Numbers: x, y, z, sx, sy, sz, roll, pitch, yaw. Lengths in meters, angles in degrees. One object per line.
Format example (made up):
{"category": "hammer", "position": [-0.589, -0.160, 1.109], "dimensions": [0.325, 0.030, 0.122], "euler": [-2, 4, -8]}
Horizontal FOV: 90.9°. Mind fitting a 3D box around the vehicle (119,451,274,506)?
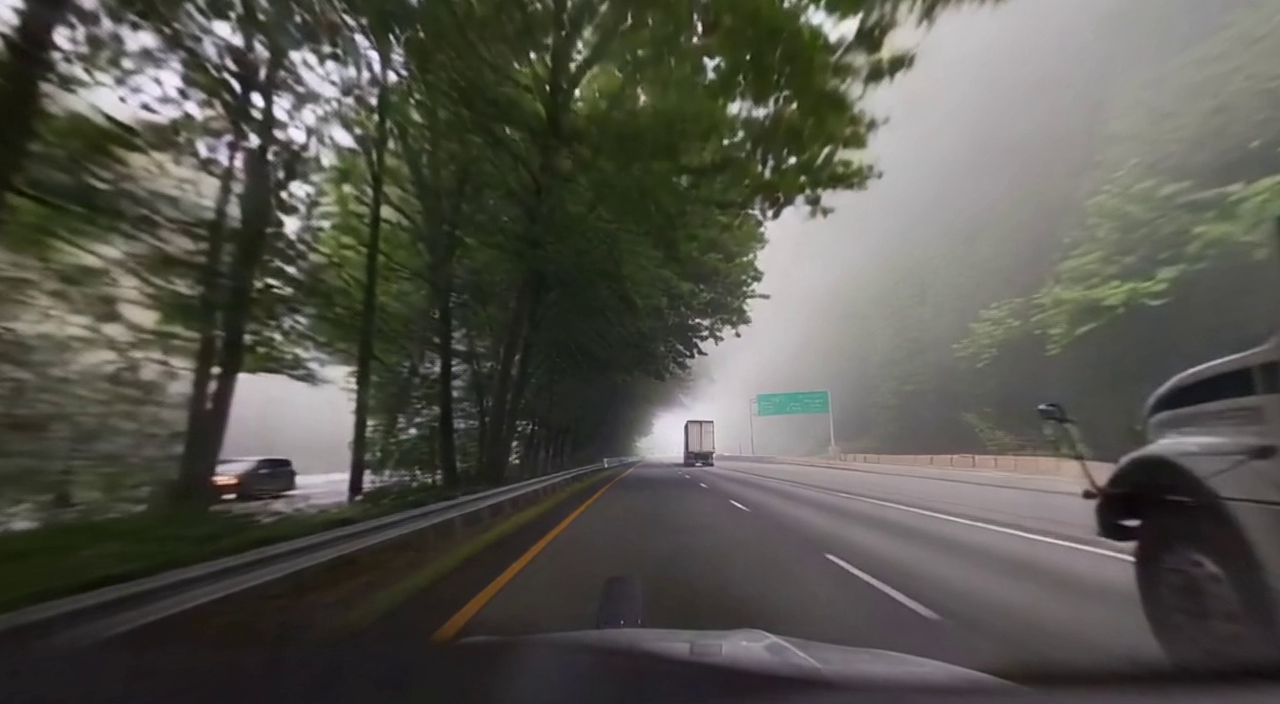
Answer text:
{"category": "vehicle", "position": [-13.644, 3.868, 19.726], "dimensions": [1.932, 1.522, 4.001], "euler": [0, -9, 0]}
